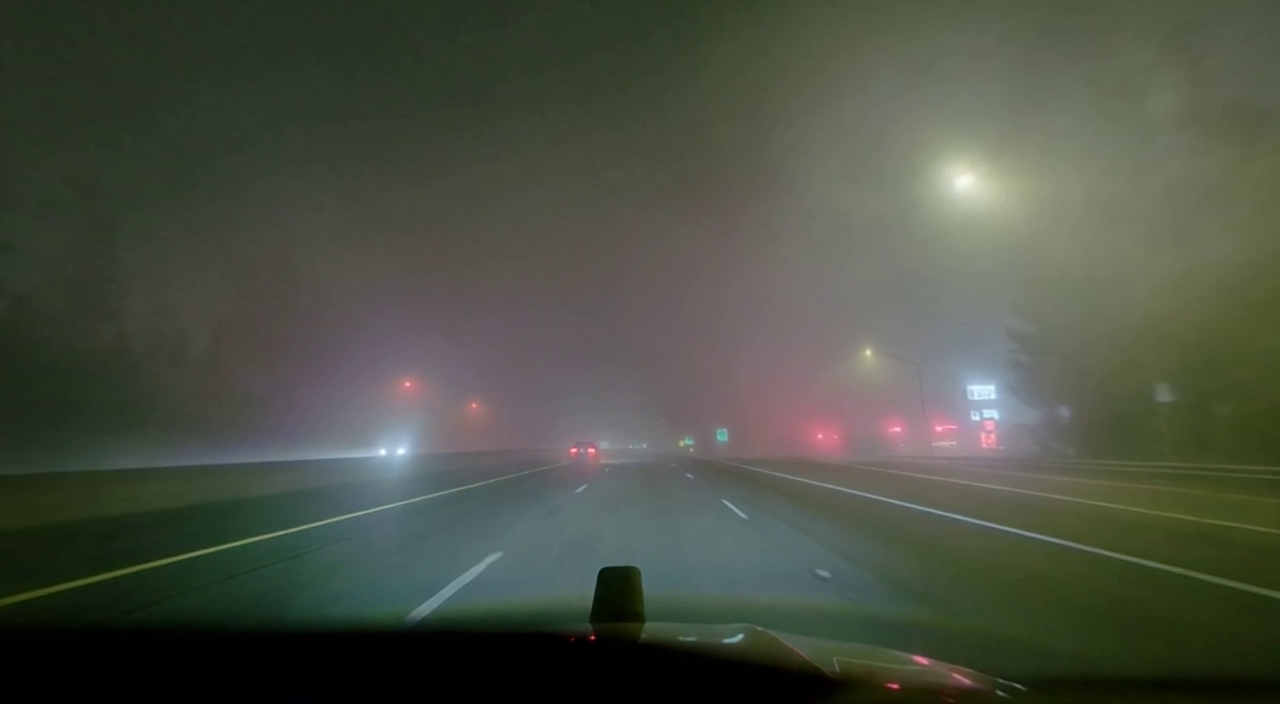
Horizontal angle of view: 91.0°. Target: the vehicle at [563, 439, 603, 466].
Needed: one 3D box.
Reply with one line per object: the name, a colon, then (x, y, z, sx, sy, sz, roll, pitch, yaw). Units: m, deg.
vehicle: (-3.459, 6.168, 38.798, 2.015, 1.557, 4.229, 0, -9, 1)
